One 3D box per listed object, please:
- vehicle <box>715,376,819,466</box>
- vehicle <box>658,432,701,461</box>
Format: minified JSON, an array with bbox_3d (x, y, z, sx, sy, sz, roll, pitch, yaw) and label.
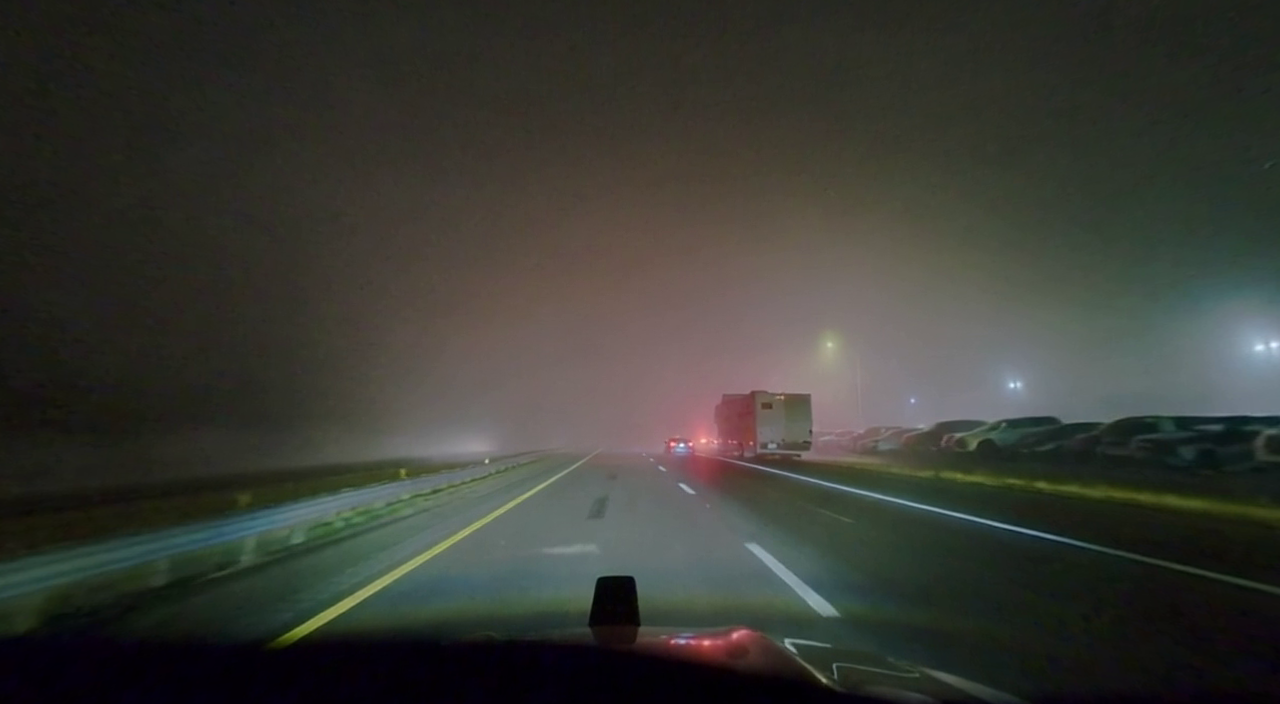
[{"bbox_3d":[6.692,4.083,35.969,2.937,4.119,14.096,0,-8,0],"label":"vehicle"},{"bbox_3d":[2.150,5.344,35.708,2.037,1.504,4.248,0,-8,-2],"label":"vehicle"}]
